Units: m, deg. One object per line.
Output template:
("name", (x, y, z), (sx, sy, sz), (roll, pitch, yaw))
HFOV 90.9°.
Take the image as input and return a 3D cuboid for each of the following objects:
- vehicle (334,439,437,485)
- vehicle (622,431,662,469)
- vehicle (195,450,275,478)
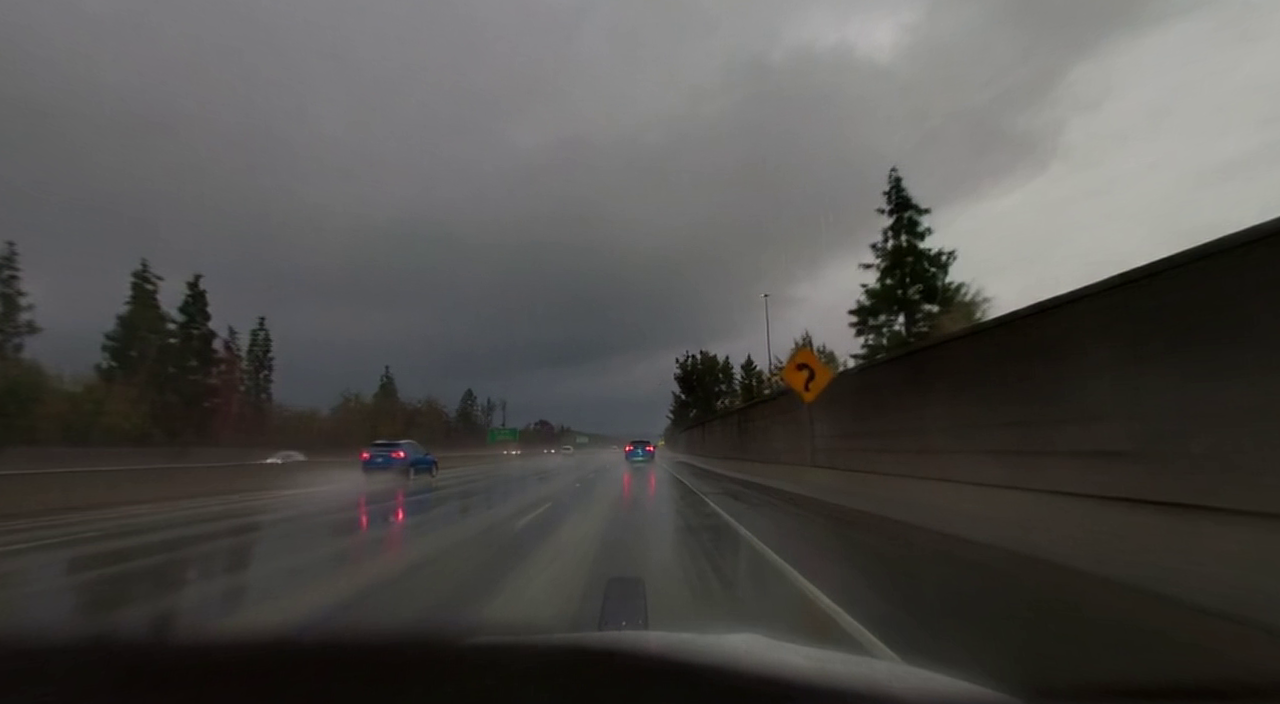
("vehicle", (-10.163, 4.416, 25.647), (2.037, 1.661, 4.885), (0, -8, 1))
("vehicle", (0.144, 5.988, 38.722), (2.318, 2.145, 4.561), (0, -8, 0))
("vehicle", (-23.770, 6.552, 37.206), (2.104, 1.526, 3.825), (0, -8, 1))
